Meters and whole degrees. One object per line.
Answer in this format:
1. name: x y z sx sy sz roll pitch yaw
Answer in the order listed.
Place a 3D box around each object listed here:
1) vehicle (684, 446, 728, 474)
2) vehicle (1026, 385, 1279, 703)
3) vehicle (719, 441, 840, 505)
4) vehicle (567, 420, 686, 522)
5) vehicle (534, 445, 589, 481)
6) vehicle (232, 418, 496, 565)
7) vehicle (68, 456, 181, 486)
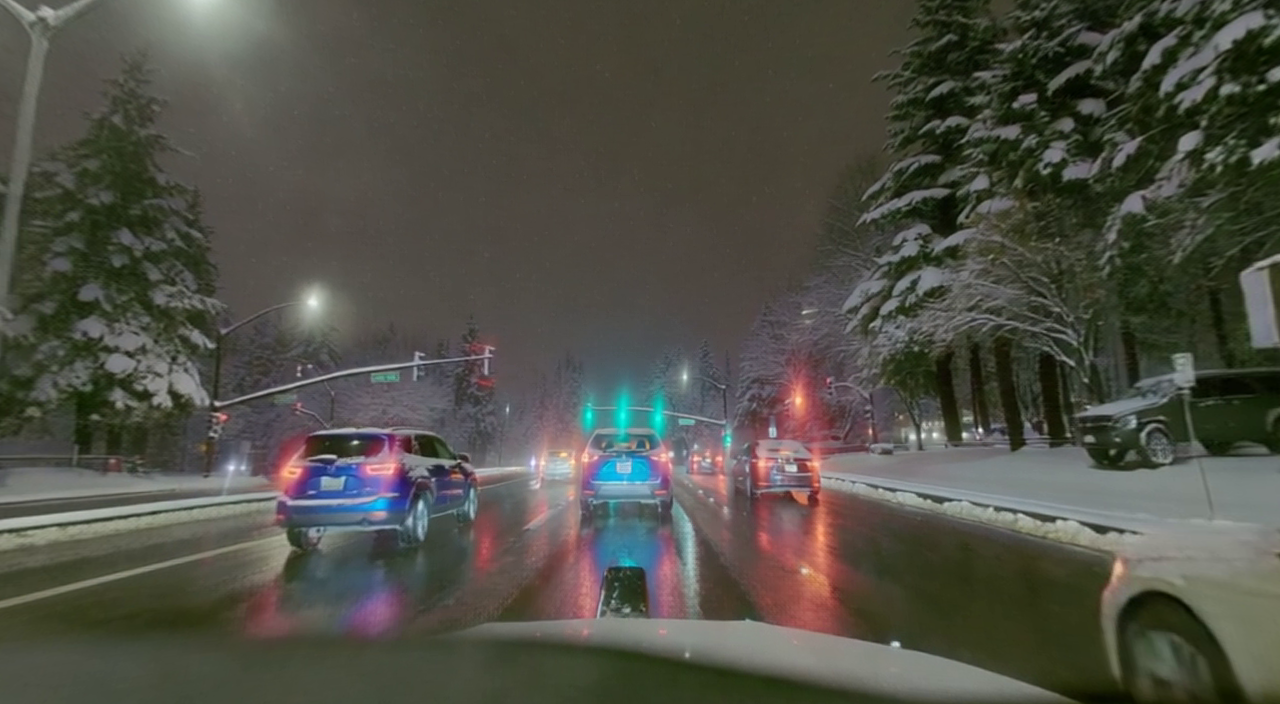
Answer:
1. vehicle: 3.628 6.003 35.305 1.996 1.443 4.270 0 -8 -1
2. vehicle: 2.996 0.706 0.991 1.976 1.491 4.427 0 -8 0
3. vehicle: 3.640 3.237 17.416 2.036 1.480 4.659 0 -8 -3
4. vehicle: -0.242 2.474 13.647 2.132 1.816 4.471 0 -8 0
5. vehicle: -3.456 4.953 28.496 1.897 1.479 4.204 0 -8 1
6. vehicle: -3.743 1.957 9.609 2.039 1.709 4.265 0 -8 1
7. vehicle: -33.990 7.827 41.687 5.352 1.850 2.276 0 -8 -2
